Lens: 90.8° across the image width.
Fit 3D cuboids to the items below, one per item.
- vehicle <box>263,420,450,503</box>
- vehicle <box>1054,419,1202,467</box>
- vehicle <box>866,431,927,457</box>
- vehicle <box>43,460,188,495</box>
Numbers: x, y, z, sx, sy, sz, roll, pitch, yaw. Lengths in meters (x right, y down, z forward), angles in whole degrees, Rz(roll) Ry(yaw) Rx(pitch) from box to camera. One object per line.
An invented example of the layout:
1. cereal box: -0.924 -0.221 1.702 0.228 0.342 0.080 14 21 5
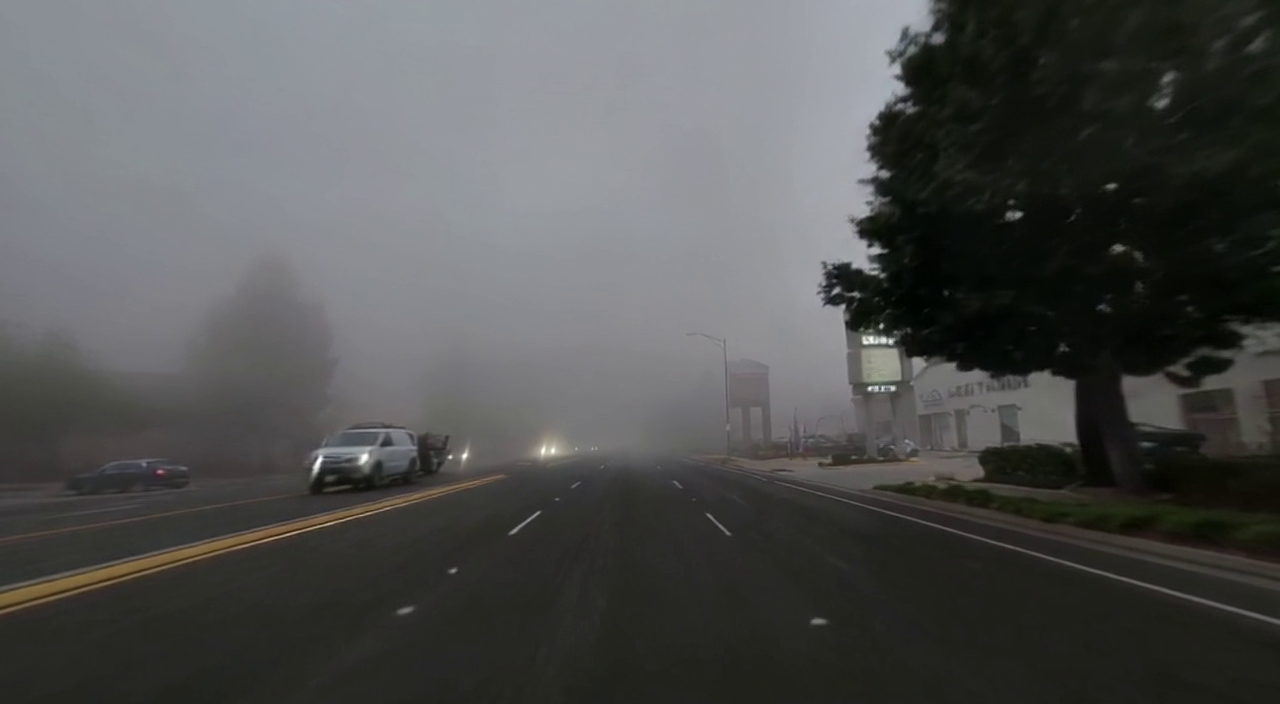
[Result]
1. vehicle: -7.457 2.982 17.678 2.452 1.905 6.188 0 -8 -1
2. vehicle: 16.801 3.132 21.760 4.647 1.514 1.891 4 -9 -23
3. vehicle: 16.905 6.078 41.541 4.277 1.605 1.920 7 -11 -41
4. vehicle: -23.037 5.505 27.888 4.578 1.448 1.904 0 -8 -2
